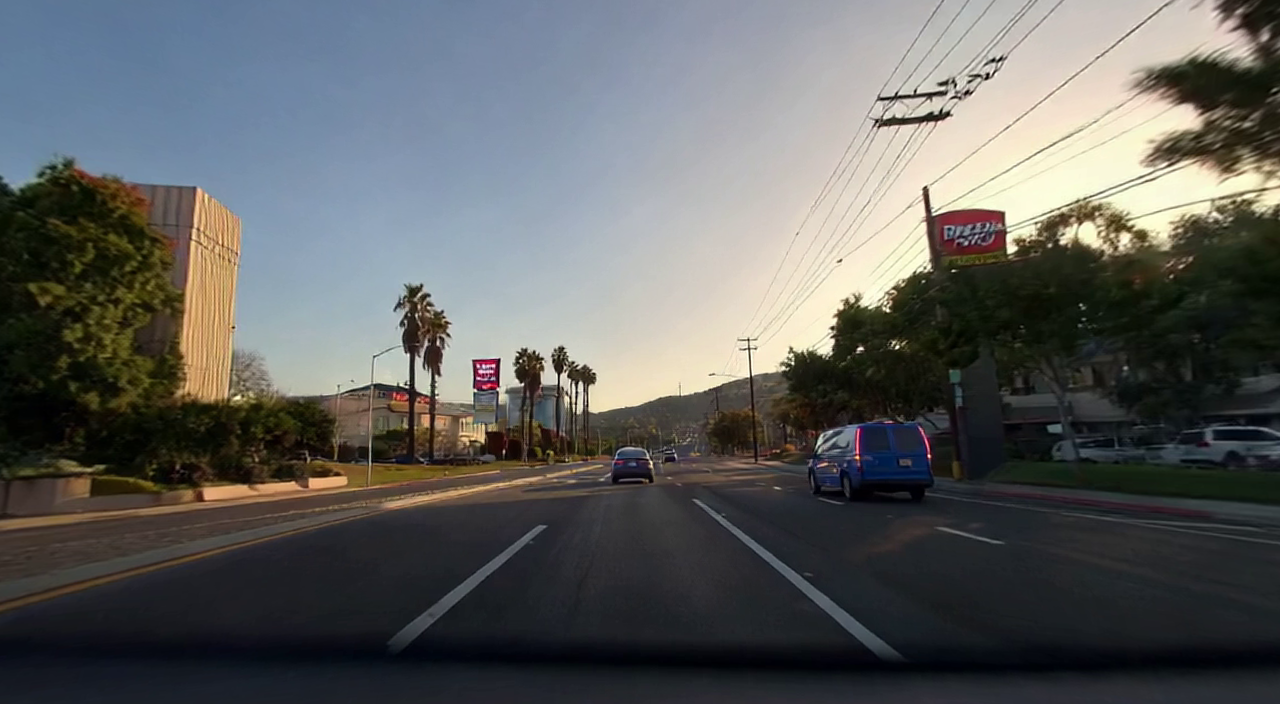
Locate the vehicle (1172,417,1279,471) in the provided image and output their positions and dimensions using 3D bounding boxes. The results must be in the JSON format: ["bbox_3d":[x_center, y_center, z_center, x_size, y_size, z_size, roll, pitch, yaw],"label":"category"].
[{"bbox_3d":[20.378,2.989,20.486,4.228,1.654,1.996,0,-9,-1],"label":"vehicle"}]

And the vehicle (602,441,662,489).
[{"bbox_3d":[-0.263,4.399,24.789,2.138,1.672,4.168,0,-9,0],"label":"vehicle"}]

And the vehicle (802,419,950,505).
[{"bbox_3d":[5.926,2.832,16.516,2.107,1.928,4.471,0,-9,0],"label":"vehicle"}]

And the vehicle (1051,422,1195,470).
[{"bbox_3d":[19.810,3.871,25.999,4.084,1.567,1.967,-5,-9,5],"label":"vehicle"}]
